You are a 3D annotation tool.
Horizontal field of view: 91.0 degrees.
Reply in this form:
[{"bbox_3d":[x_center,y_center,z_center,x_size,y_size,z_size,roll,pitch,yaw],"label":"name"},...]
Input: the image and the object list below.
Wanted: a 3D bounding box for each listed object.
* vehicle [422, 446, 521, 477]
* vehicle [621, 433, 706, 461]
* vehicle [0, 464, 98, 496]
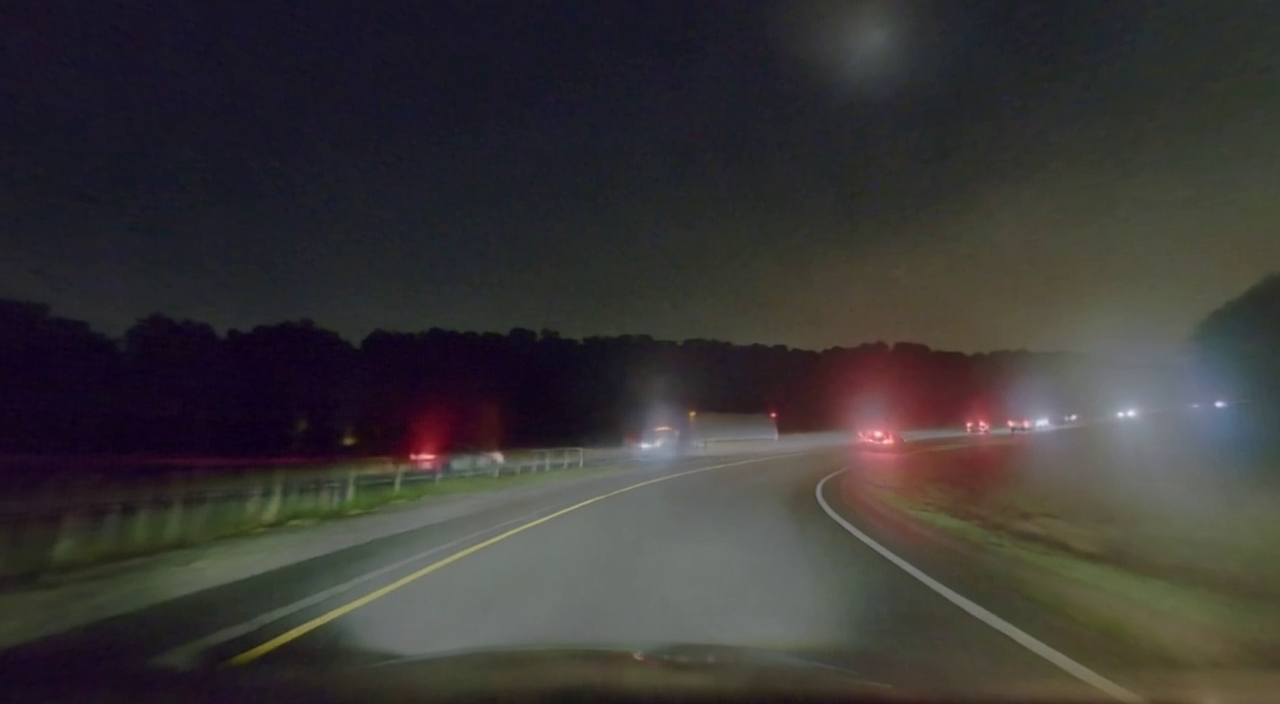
[{"bbox_3d":[-9.097,5.907,34.273,4.819,1.496,1.923,6,-11,-39],"label":"vehicle"},{"bbox_3d":[1.446,5.670,37.697,4.843,1.579,2.135,6,-11,-38],"label":"vehicle"},{"bbox_3d":[-30.676,6.605,32.736,3.568,1.400,1.711,6,-11,-39],"label":"vehicle"}]
